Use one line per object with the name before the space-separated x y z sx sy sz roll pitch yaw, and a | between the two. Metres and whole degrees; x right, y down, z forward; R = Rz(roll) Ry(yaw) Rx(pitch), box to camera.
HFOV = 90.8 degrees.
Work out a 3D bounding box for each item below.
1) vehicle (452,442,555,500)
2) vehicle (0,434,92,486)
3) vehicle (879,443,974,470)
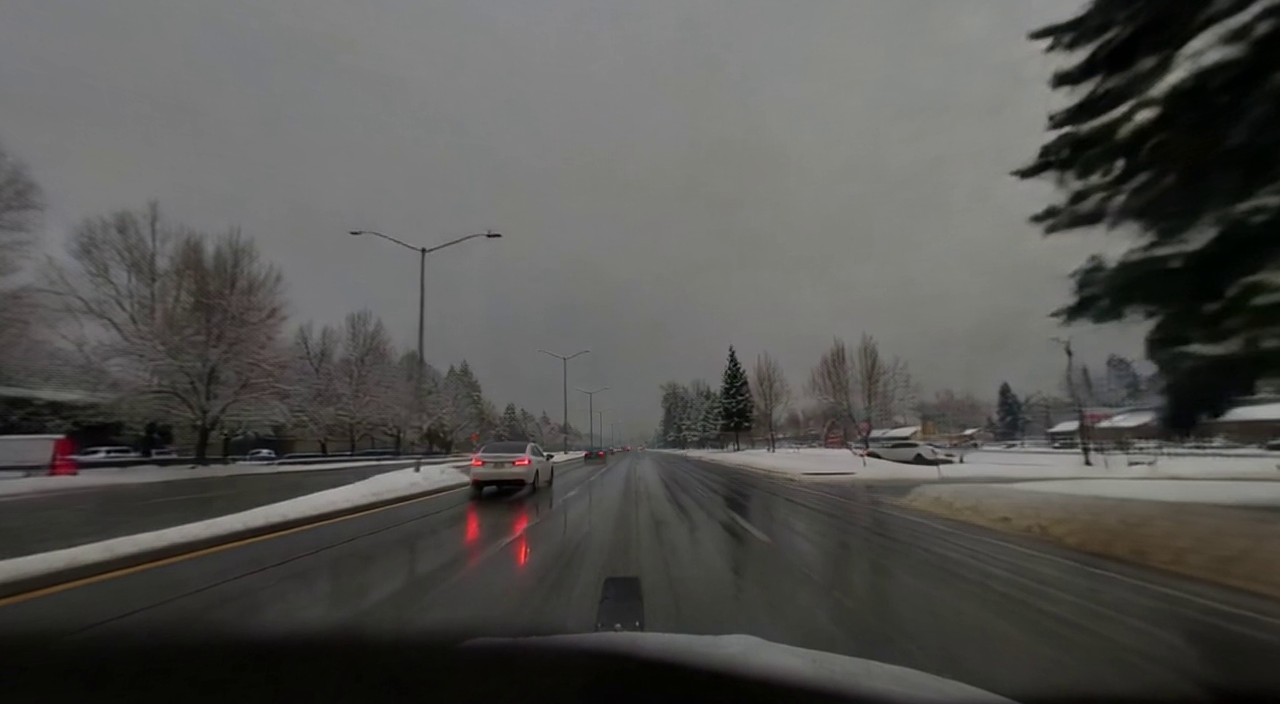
vehicle | -3.751 3.351 18.261 2.003 1.454 4.484 0 -9 0
vehicle | -34.131 5.791 33.946 6.915 2.687 2.367 0 -9 -1
vehicle | 16.137 5.896 35.700 4.341 1.412 2.035 0 -9 -2
